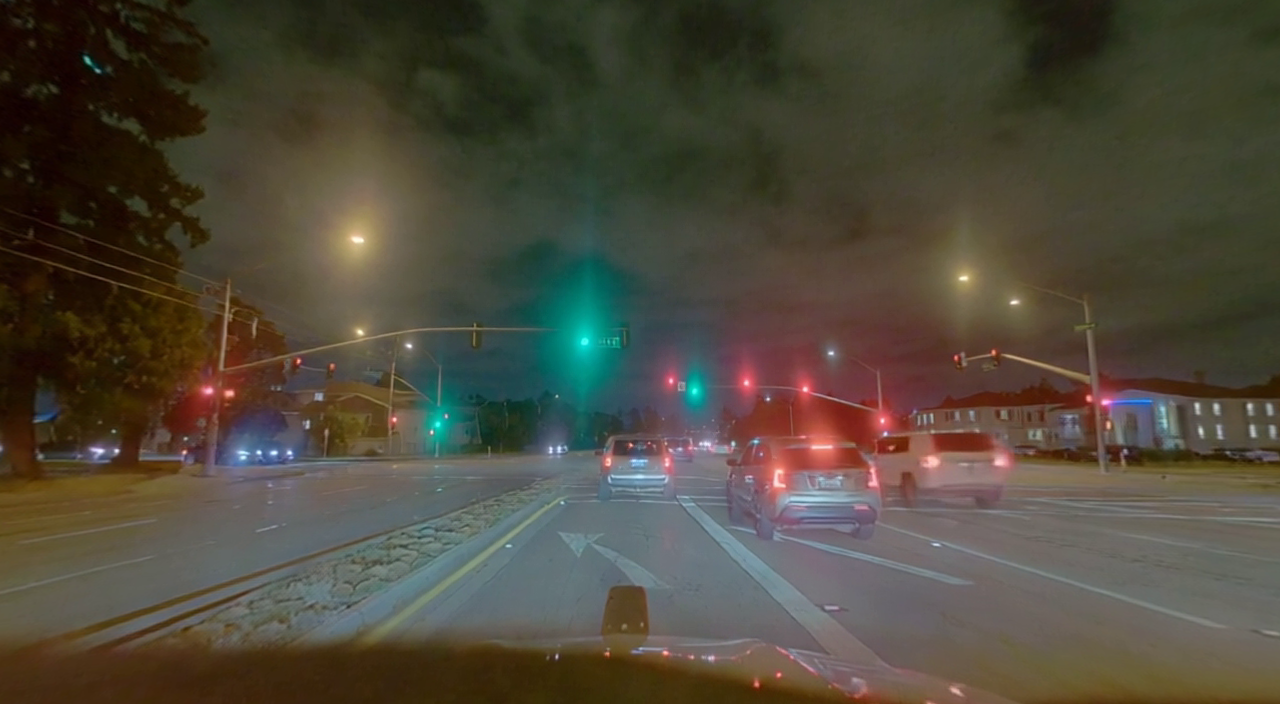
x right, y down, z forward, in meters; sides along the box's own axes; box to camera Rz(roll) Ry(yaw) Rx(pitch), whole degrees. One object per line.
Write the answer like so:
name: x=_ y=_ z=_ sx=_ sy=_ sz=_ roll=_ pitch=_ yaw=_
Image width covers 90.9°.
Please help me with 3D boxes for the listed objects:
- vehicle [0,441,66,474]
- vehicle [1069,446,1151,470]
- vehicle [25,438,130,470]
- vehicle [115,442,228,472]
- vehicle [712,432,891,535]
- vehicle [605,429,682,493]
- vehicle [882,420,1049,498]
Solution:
vehicle: x=-35.037 y=5.808 z=34.871 sx=4.465 sy=1.693 sz=1.959 roll=2 pitch=-9 yaw=-1
vehicle: x=33.067 y=7.427 z=44.419 sx=4.215 sy=1.618 sz=1.949 roll=0 pitch=-8 yaw=-2
vehicle: x=-36.882 y=6.668 z=41.432 sx=4.771 sy=1.778 sz=2.032 roll=3 pitch=-8 yaw=-3
vehicle: x=-26.346 y=5.921 z=35.564 sx=4.724 sy=1.630 sz=1.968 roll=0 pitch=-8 yaw=-3
vehicle: x=2.598 y=2.241 z=11.407 sx=2.009 sy=1.480 sz=4.423 roll=0 pitch=-8 yaw=-1
vehicle: x=0.024 y=3.239 z=19.087 sx=2.099 sy=1.705 sz=4.020 roll=0 pitch=-8 yaw=-2
vehicle: x=9.348 y=3.124 z=18.790 sx=2.207 sy=1.990 sz=5.173 roll=0 pitch=-8 yaw=0
